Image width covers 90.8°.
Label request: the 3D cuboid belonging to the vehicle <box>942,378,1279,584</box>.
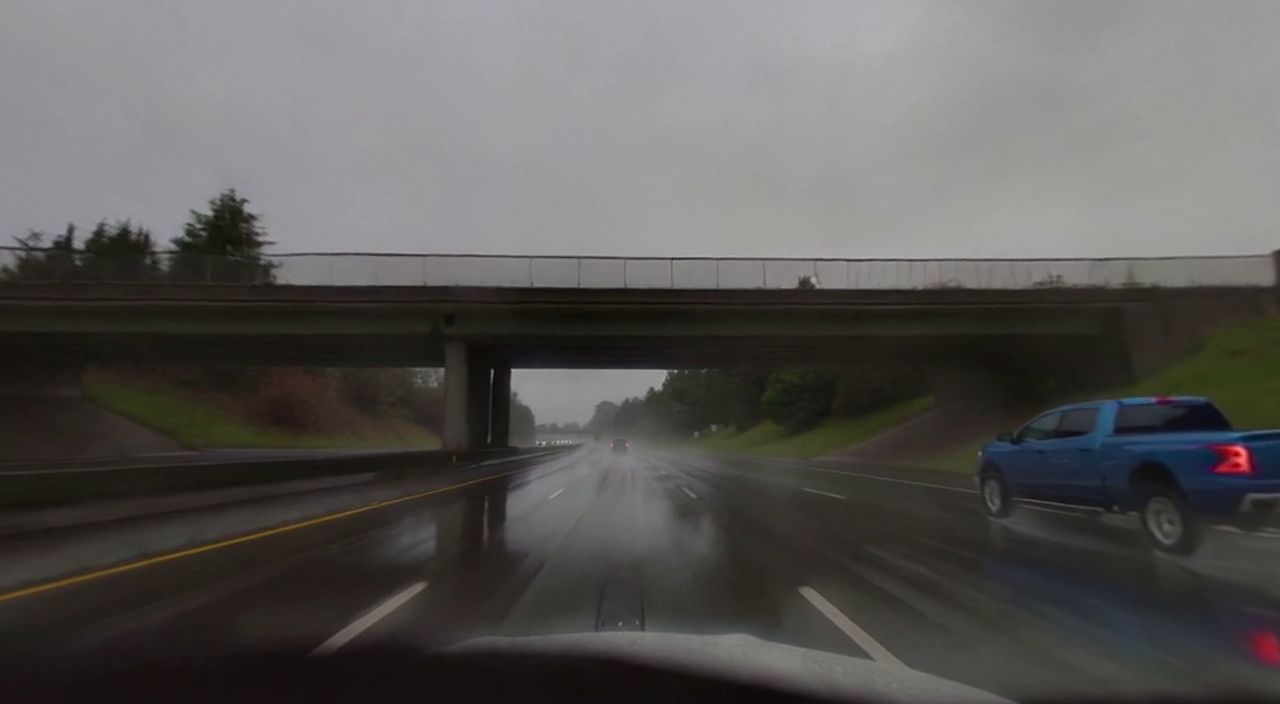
[{"bbox_3d":[6.808,1.564,8.429,2.395,1.819,6.086,0,-9,-2],"label":"vehicle"}]
